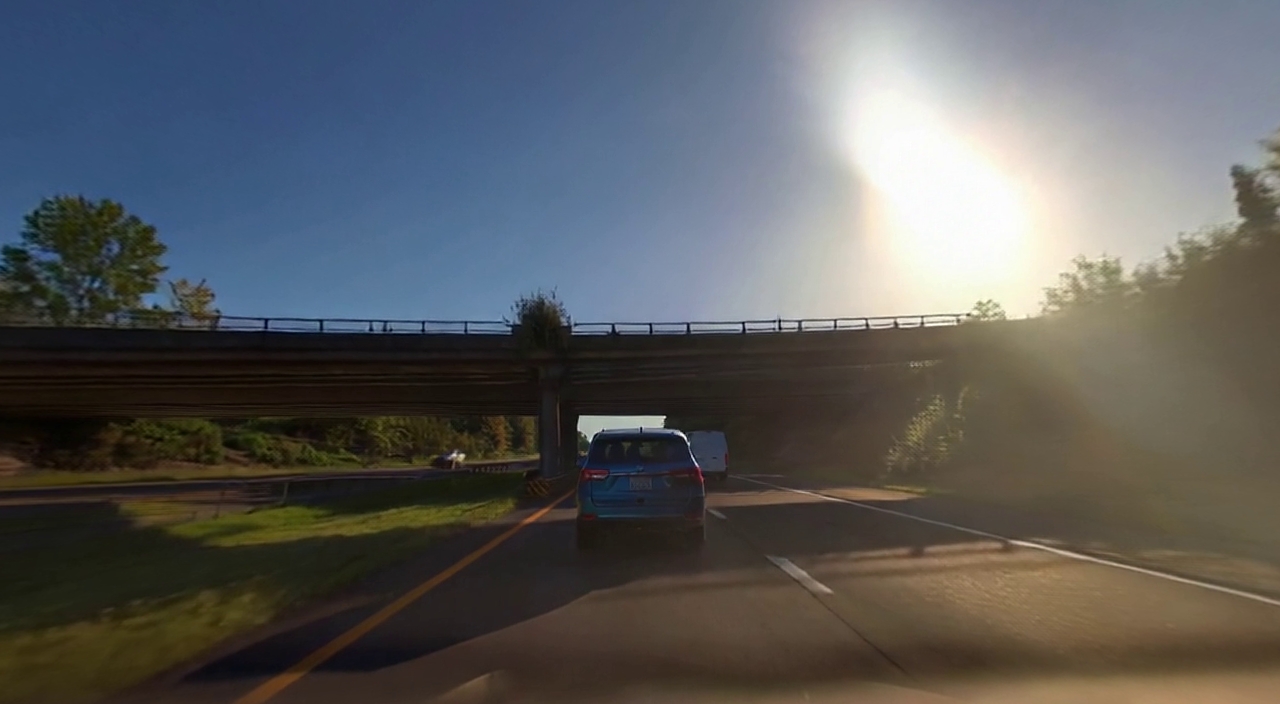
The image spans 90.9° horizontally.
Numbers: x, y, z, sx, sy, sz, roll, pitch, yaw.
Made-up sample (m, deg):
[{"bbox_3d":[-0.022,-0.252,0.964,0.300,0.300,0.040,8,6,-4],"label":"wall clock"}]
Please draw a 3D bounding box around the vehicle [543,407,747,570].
[{"bbox_3d":[0.065,1.854,9.206,2.288,1.823,4.059,0,-9,0],"label":"vehicle"}]

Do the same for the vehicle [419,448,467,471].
[{"bbox_3d":[-13.668,7.473,43.935,1.836,1.465,4.514,0,-9,0],"label":"vehicle"}]
